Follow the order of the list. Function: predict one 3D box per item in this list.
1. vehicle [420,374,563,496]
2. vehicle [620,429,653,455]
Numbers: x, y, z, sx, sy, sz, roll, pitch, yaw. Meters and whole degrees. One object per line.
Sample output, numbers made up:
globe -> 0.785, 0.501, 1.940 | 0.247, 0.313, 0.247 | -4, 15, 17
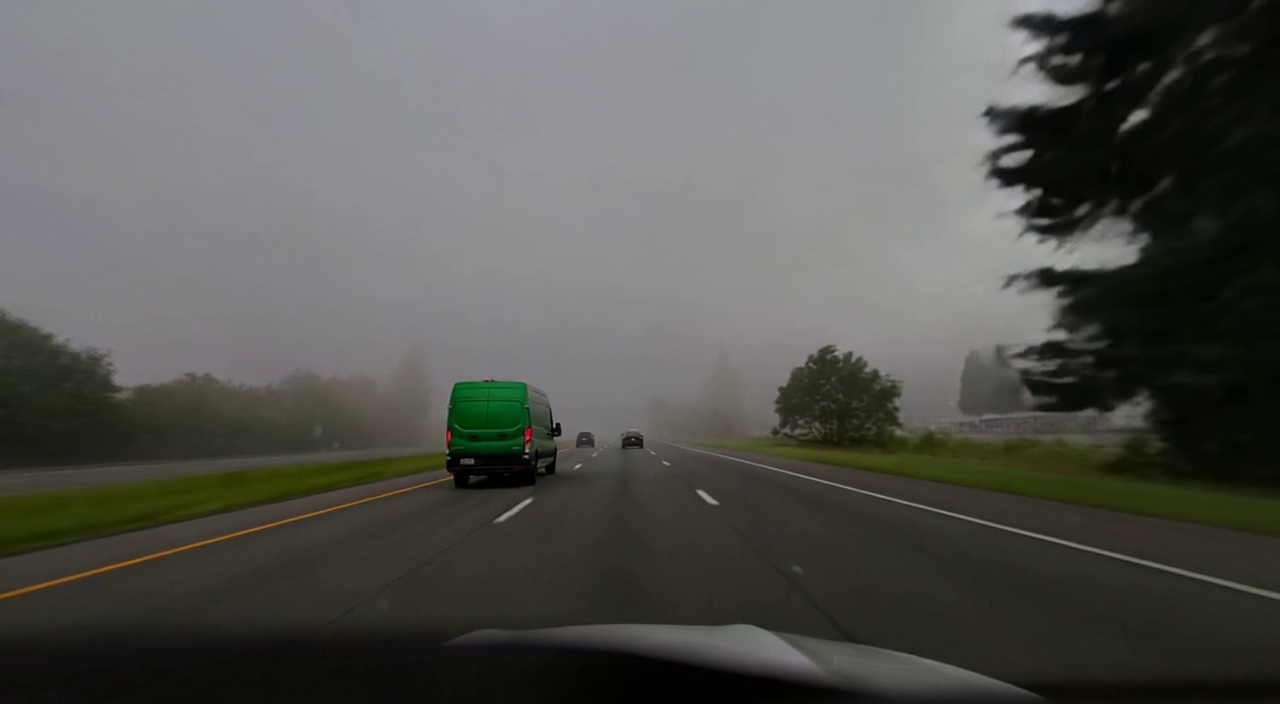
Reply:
vehicle -> -3.493, 2.134, 16.267 | 2.424, 2.577, 5.828 | 0, -8, -2
vehicle -> -0.250, 6.000, 42.118 | 2.104, 1.646, 4.176 | 0, -8, -1
